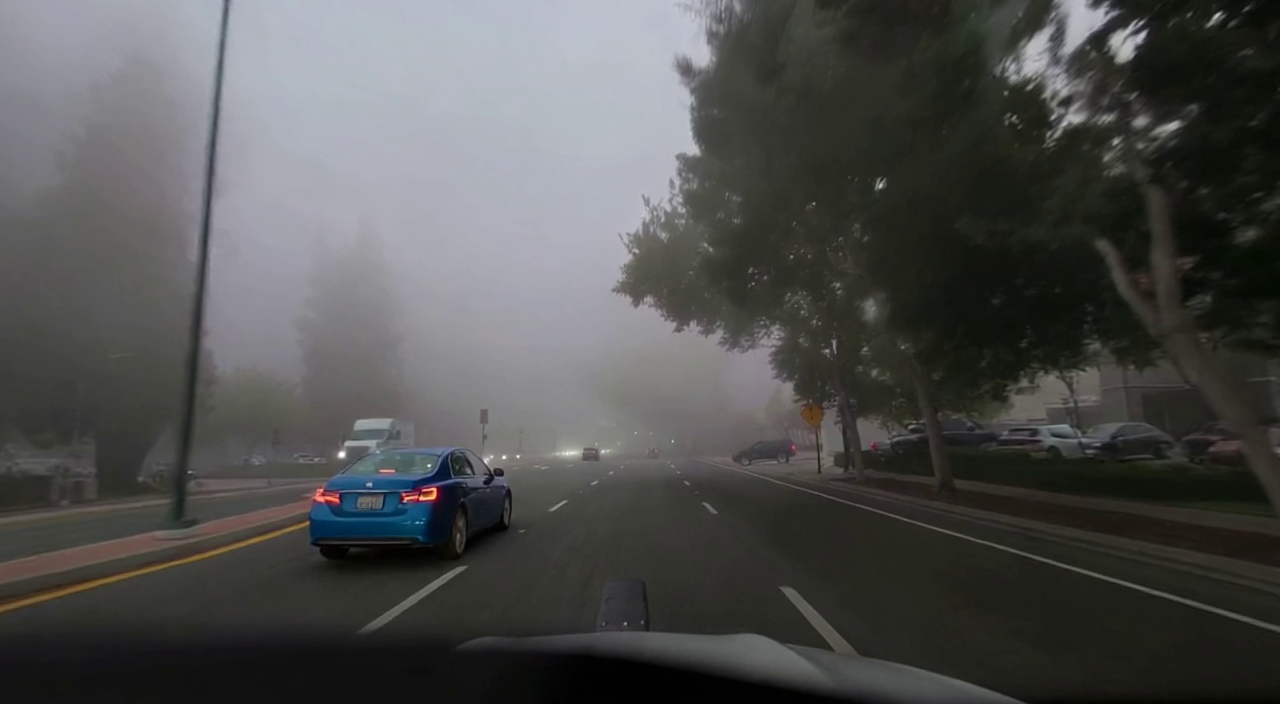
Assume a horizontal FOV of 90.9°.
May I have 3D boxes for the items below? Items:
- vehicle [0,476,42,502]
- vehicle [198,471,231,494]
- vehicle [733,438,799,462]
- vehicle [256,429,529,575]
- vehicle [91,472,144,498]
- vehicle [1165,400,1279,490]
[{"bbox_3d":[-39.377,8.589,39.408,1.868,1.424,4.662,3,-12,-32],"label":"vehicle"},{"bbox_3d":[-31.306,9.592,46.418,1.784,1.408,3.985,5,-10,-31],"label":"vehicle"},{"bbox_3d":[9.141,7.108,45.712,4.511,1.720,2.131,-2,-9,11],"label":"vehicle"},{"bbox_3d":[-2.950,1.884,8.764,1.924,1.480,4.421,0,-9,1],"label":"vehicle"},{"bbox_3d":[-34.844,8.855,42.110,1.922,1.430,3.479,4,-9,-28],"label":"vehicle"},{"bbox_3d":[14.058,1.894,12.937,4.571,1.691,2.156,0,-8,-1],"label":"vehicle"}]
